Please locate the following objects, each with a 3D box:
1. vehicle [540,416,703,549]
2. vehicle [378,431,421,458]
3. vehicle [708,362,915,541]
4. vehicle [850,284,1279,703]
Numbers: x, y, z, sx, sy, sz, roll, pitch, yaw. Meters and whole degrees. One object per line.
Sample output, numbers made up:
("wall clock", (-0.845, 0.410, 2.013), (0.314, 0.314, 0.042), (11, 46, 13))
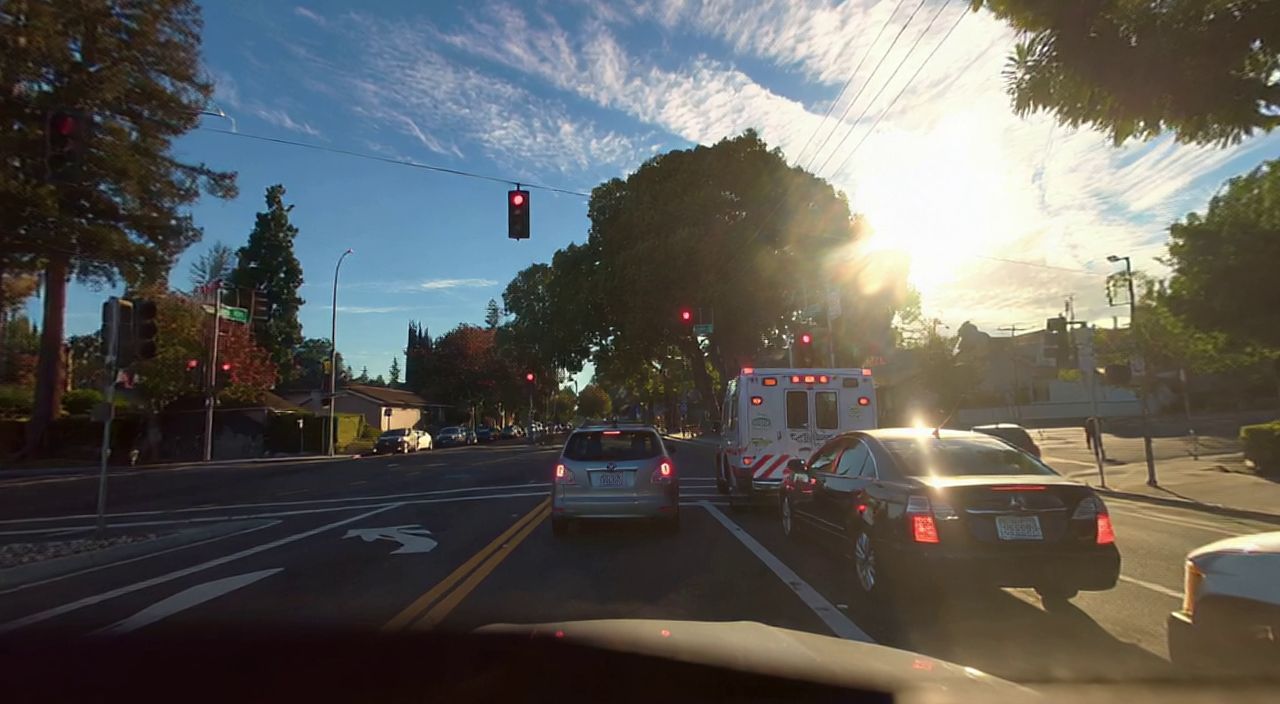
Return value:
("vehicle", (-0.281, 1.975, 10.183), (2.114, 1.707, 3.725), (0, -8, -1))
("vehicle", (-17.742, 6.879, 46.861), (2.246, 1.880, 4.454), (1, -9, -12))
("vehicle", (2.886, 1.892, 12.367), (2.406, 2.687, 5.521), (0, -8, -1))
("vehicle", (2.850, 0.895, 2.850), (2.194, 1.820, 4.652), (0, -8, 0))
